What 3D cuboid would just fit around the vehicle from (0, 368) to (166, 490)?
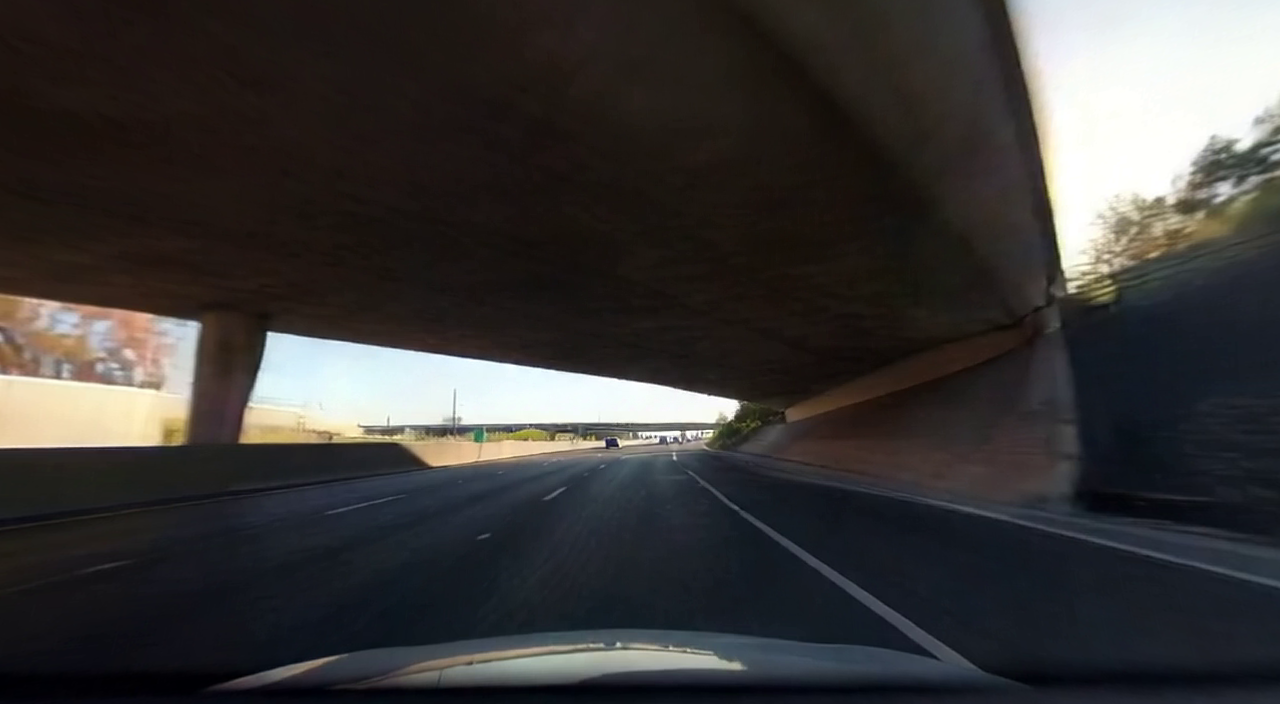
[{"bbox_3d":[-22.964,2.659,21.656,2.898,4.073,13.286,0,-8,1],"label":"vehicle"}]
